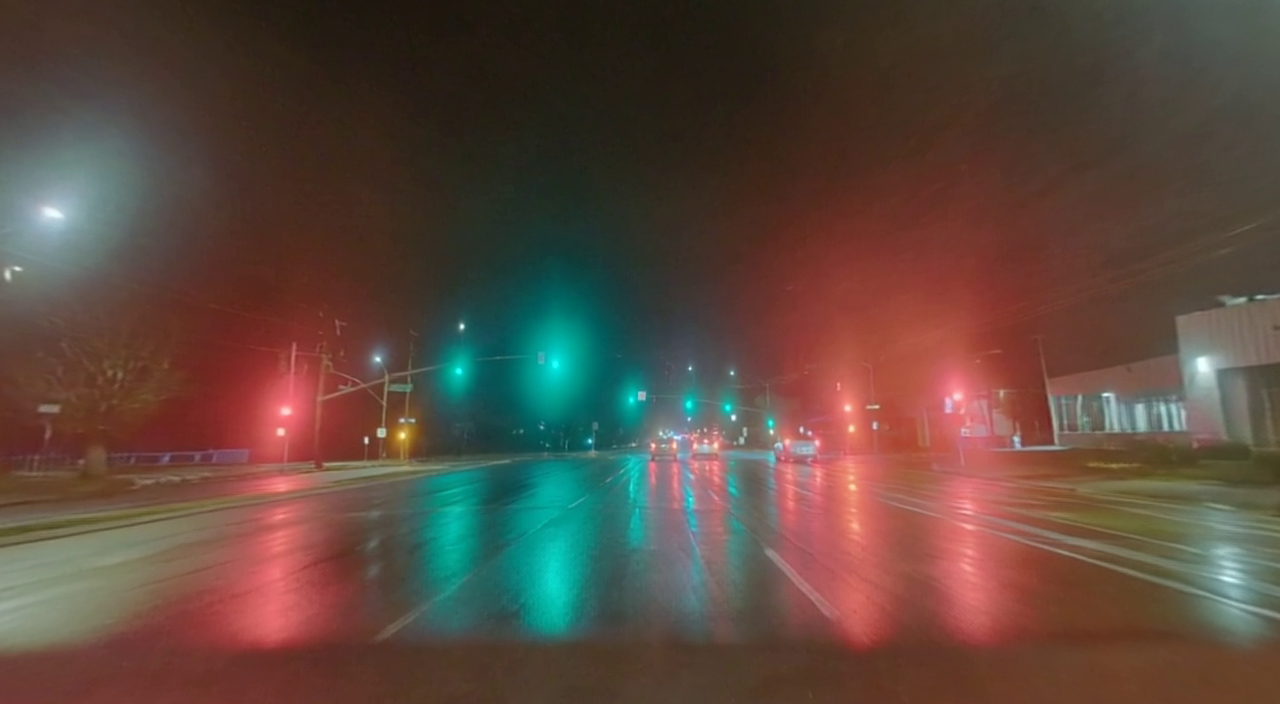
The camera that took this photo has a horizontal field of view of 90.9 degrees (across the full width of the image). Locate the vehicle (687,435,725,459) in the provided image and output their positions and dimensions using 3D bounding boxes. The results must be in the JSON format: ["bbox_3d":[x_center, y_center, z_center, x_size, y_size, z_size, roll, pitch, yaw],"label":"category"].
[{"bbox_3d":[4.173,6.085,40.539,1.994,1.436,4.169,0,-9,0],"label":"vehicle"}]

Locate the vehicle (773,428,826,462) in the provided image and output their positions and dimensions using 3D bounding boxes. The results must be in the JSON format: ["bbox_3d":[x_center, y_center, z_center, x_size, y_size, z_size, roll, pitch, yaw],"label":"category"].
[{"bbox_3d":[9.537,5.595,38.065,2.132,1.892,4.851,-1,-8,3],"label":"vehicle"}]

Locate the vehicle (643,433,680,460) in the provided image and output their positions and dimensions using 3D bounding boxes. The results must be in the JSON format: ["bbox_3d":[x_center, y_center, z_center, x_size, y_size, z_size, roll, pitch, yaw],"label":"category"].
[{"bbox_3d":[1.300,5.723,38.064,2.099,1.516,4.681,0,-9,2],"label":"vehicle"}]
